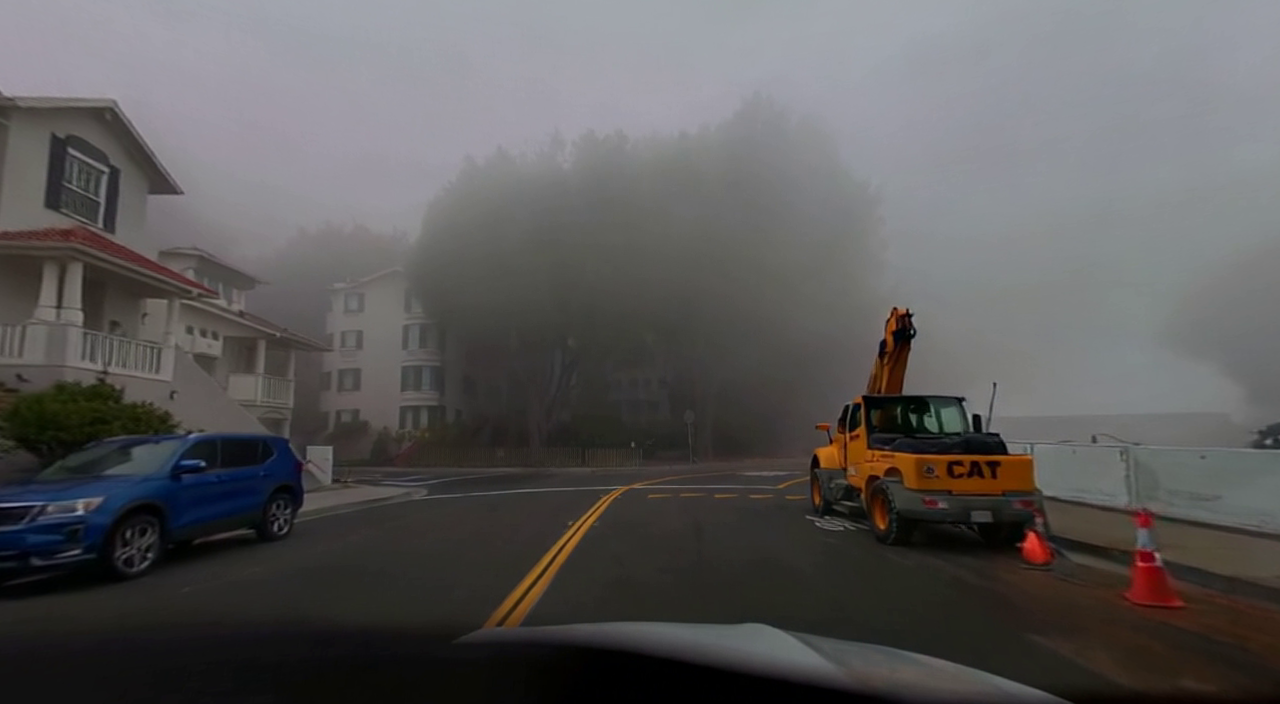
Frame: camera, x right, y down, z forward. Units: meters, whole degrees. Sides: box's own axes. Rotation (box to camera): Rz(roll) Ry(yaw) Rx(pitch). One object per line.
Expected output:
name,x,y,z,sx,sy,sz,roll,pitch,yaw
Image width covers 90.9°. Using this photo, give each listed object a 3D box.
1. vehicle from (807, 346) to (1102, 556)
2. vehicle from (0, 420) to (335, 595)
vehicle,4.411,1.475,9.714,2.501,2.613,3.505,0,-9,-3
vehicle,-6.663,1.931,8.919,2.220,1.765,4.799,0,-8,1
